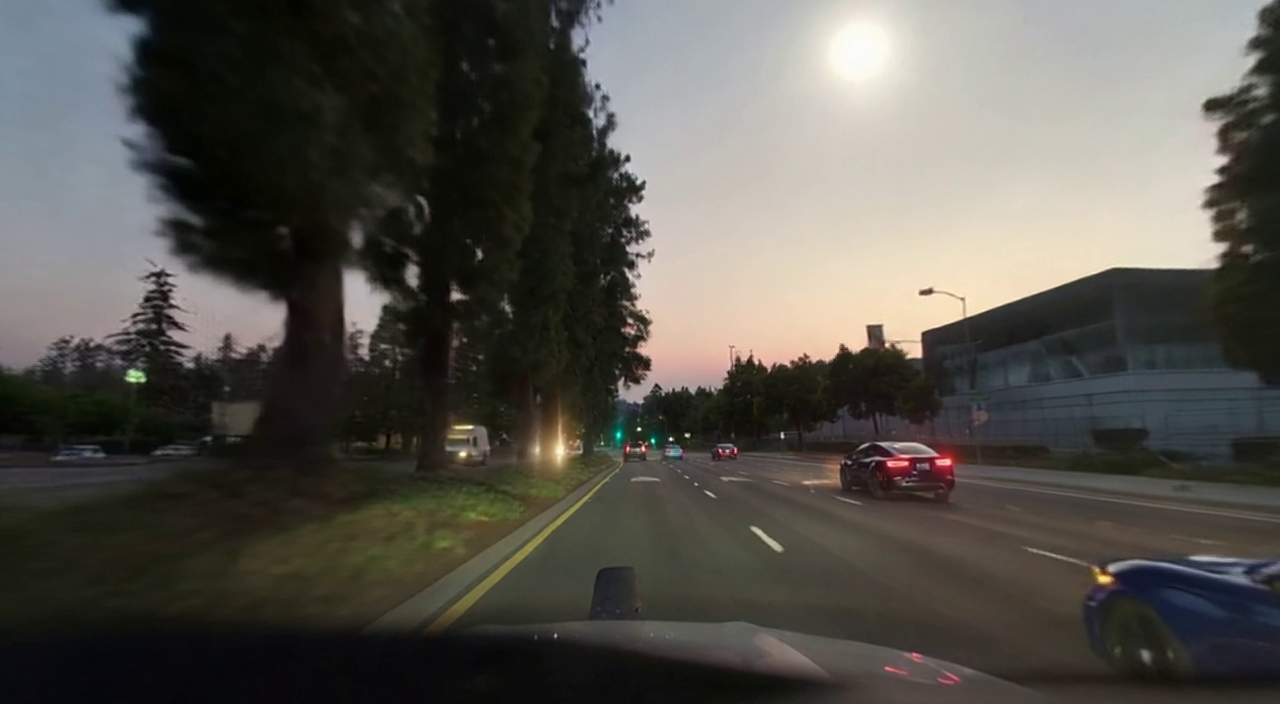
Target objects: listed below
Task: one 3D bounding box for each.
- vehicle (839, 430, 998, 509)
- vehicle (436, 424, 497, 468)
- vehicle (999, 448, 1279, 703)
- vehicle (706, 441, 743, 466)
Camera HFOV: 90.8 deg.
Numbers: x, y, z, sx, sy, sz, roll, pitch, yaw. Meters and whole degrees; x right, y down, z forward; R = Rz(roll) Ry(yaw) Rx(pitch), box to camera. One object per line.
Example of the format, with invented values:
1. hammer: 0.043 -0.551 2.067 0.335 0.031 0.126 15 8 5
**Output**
1. vehicle: 6.831 2.919 16.156 1.987 1.730 4.373 0 -9 -1
2. vehicle: -11.140 6.099 41.099 2.300 2.636 5.986 0 -9 -1
3. vehicle: 3.371 0.973 1.918 1.990 1.347 4.388 0 -9 0
4. vehicle: 6.055 7.346 45.846 1.931 1.685 4.054 0 -9 -3
